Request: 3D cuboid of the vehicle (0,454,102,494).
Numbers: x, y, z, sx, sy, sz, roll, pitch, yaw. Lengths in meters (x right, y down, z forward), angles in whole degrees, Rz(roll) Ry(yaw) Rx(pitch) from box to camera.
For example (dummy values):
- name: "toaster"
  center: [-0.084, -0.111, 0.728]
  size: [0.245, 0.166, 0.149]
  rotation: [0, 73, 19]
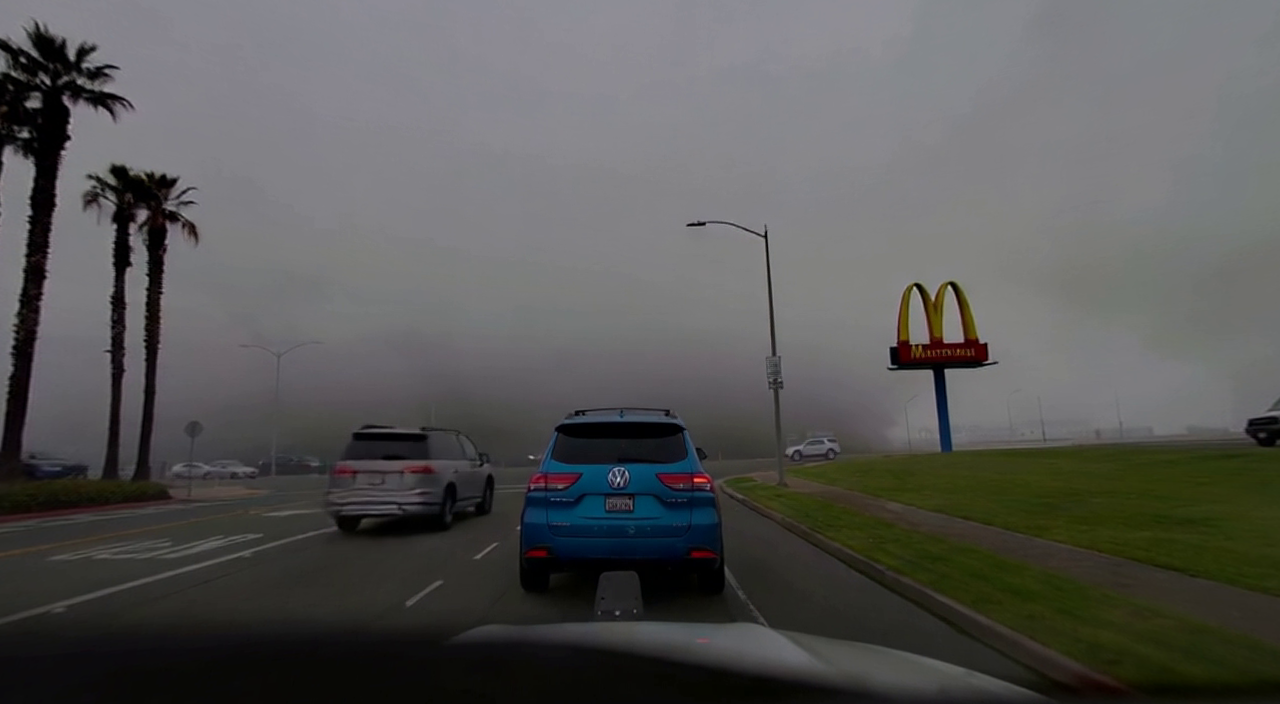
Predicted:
- name: "vehicle"
  center: [-28.089, 5.564, 29.025]
  size: [4.584, 1.714, 2.186]
  rotation: [4, -10, -28]

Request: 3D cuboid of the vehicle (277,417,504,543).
- name: "vehicle"
  center: [-4.024, 2.155, 11.285]
  size: [2.181, 1.771, 4.567]
  rotation: [0, -9, 0]

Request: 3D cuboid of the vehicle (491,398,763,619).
- name: "vehicle"
  center: [-0.140, 1.526, 7.027]
  size: [2.137, 1.728, 3.926]
  rotation: [0, -9, -1]

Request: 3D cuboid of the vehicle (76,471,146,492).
- name: "vehicle"
  center: [-39.925, 9.765, 47.825]
  size: [1.602, 1.400, 4.220]
  rotation: [0, -9, 1]

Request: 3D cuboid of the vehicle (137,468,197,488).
- name: "vehicle"
  center: [-35.612, 9.479, 47.660]
  size: [1.641, 1.375, 3.640]
  rotation: [0, -9, 0]

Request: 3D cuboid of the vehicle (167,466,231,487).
- name: "vehicle"
  center: [-33.271, 9.392, 47.789]
  size: [1.792, 1.439, 3.952]
  rotation: [-1, -9, 3]
